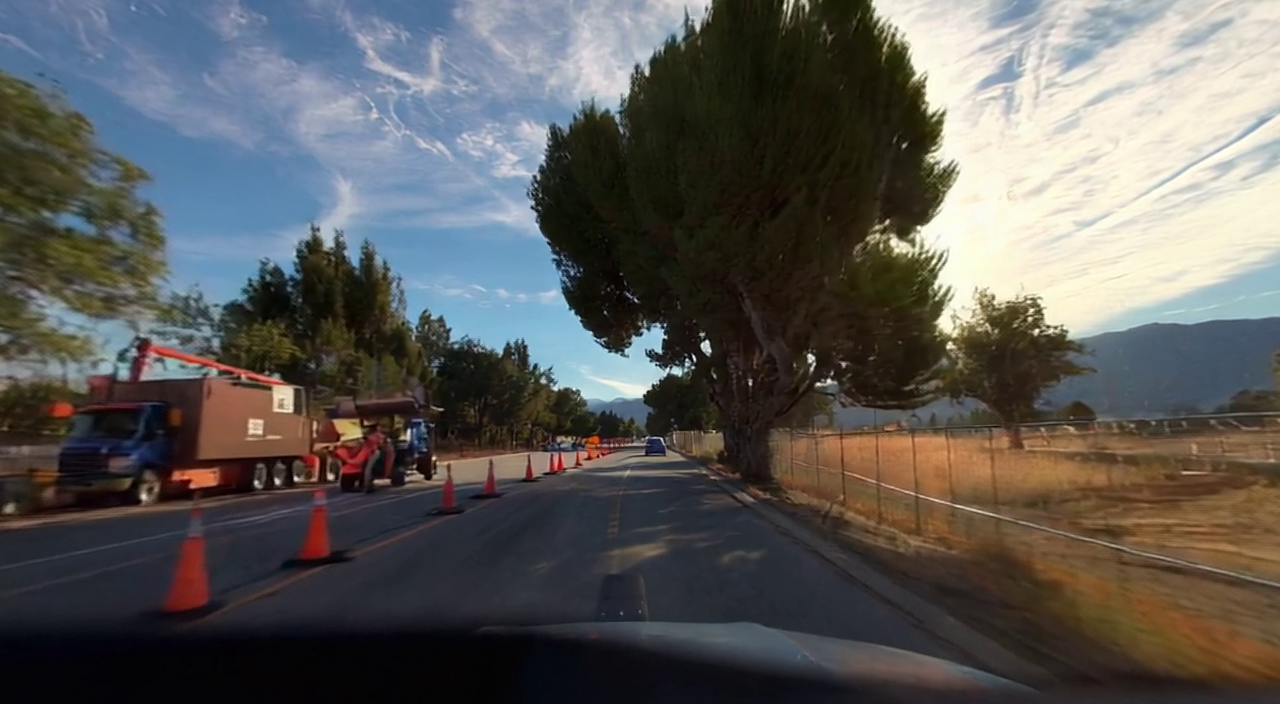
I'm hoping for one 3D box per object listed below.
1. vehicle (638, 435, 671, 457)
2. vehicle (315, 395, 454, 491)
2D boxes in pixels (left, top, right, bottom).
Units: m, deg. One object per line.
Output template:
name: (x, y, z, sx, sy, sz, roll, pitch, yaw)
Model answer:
vehicle: (0.985, 6.519, 43.746, 2.172, 1.486, 3.581, 0, -9, 1)
vehicle: (-7.650, 2.776, 19.241, 3.064, 2.710, 2.385, -1, -9, 4)
